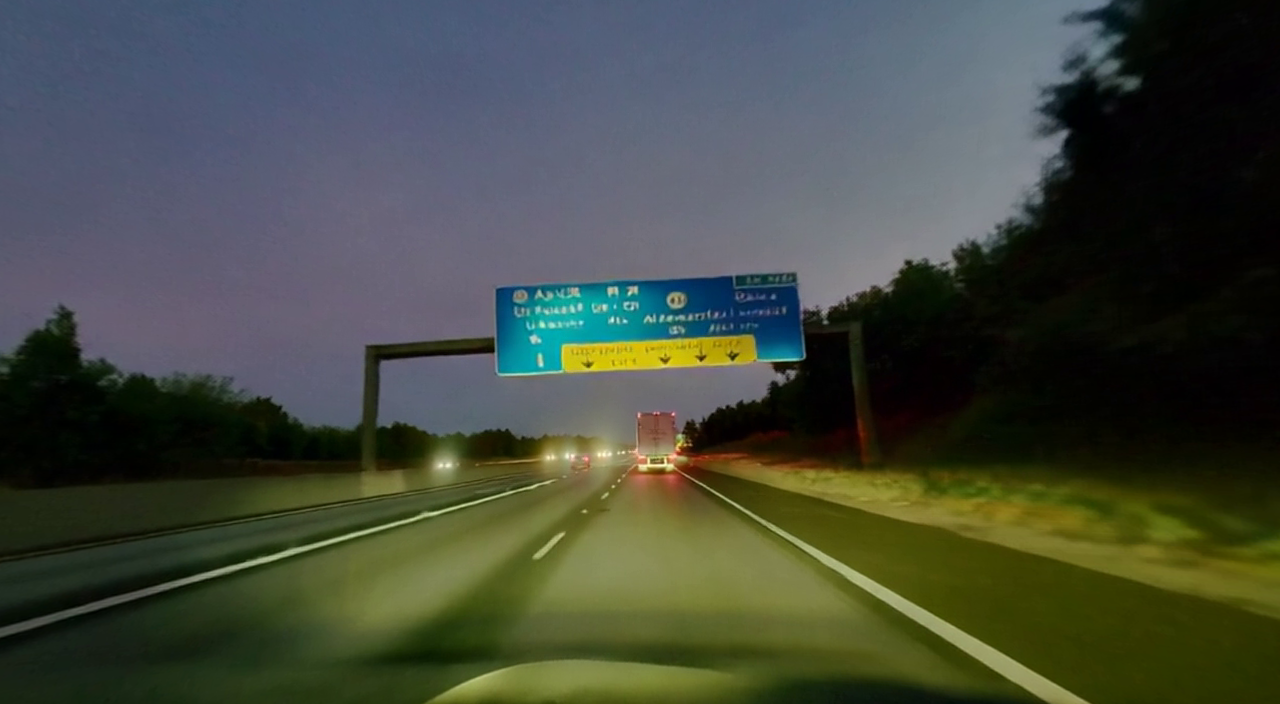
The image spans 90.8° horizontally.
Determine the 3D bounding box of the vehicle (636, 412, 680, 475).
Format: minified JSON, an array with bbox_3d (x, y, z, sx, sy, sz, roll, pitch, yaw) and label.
[{"bbox_3d":[1.206,7.138,48.308,2.901,4.032,14.338,0,-9,0],"label":"vehicle"}]
